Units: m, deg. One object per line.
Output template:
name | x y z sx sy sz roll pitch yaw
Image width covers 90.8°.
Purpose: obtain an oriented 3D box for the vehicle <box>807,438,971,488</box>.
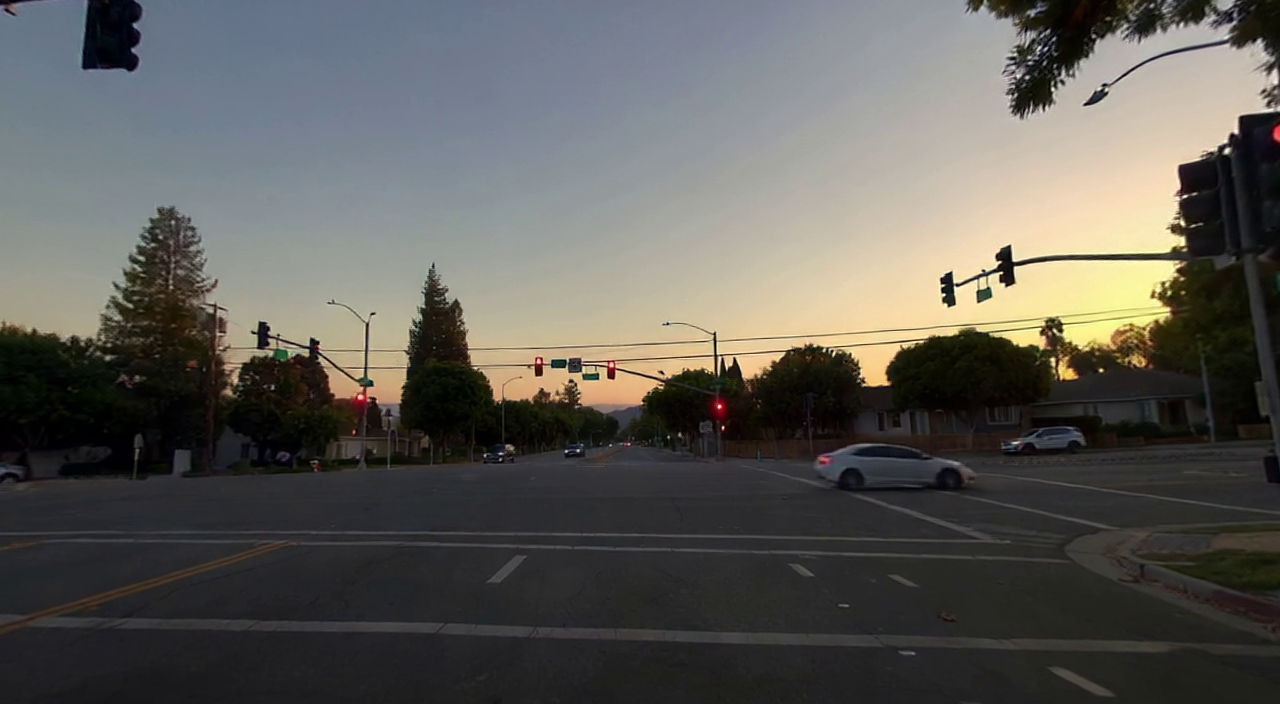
vehicle | 8.251 3.724 21.337 4.734 1.585 1.940 -1 -8 5
